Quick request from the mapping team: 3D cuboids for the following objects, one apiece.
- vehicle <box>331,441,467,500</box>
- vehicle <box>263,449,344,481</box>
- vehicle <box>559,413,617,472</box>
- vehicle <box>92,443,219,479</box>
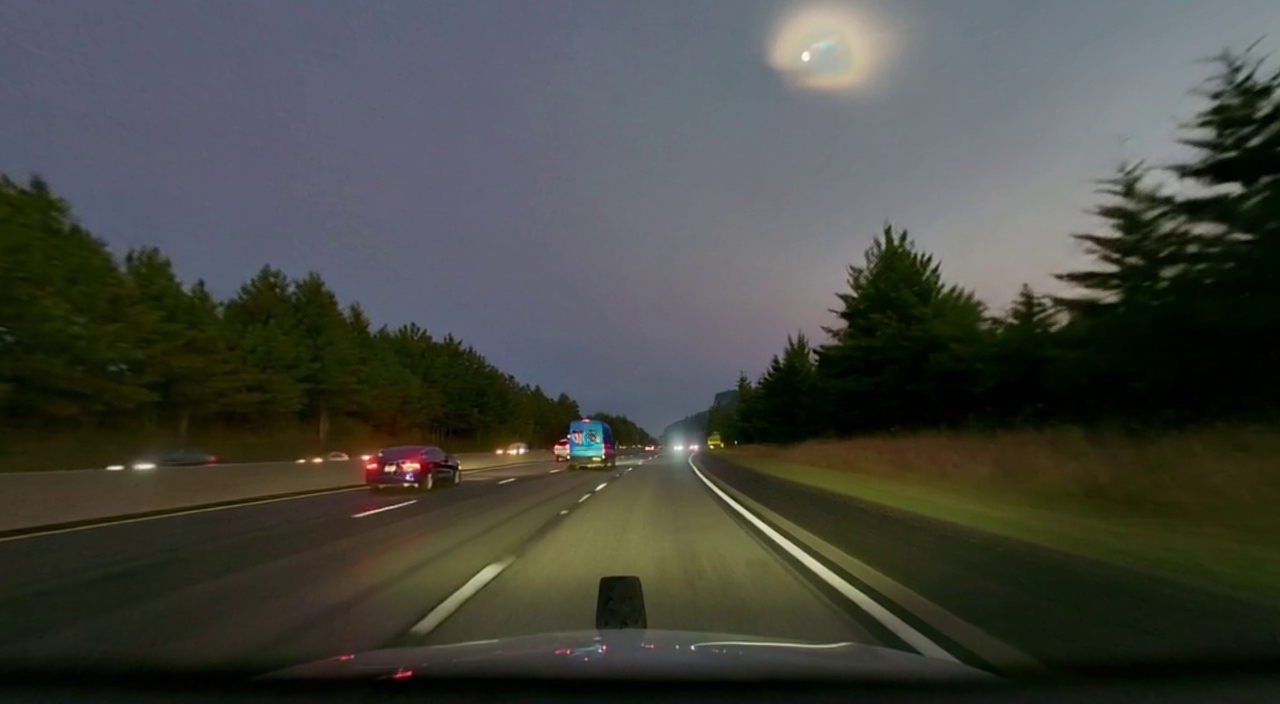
[{"bbox_3d":[-6.588,3.266,17.871,1.947,1.438,4.440,0,-8,2],"label":"vehicle"},{"bbox_3d":[-16.332,5.485,30.831,1.838,1.427,3.727,0,-8,2],"label":"vehicle"},{"bbox_3d":[-2.654,4.868,33.987,2.319,2.883,5.632,0,-8,4],"label":"vehicle"},{"bbox_3d":[-24.056,5.414,31.645,1.999,1.620,5.320,0,-8,3],"label":"vehicle"}]
